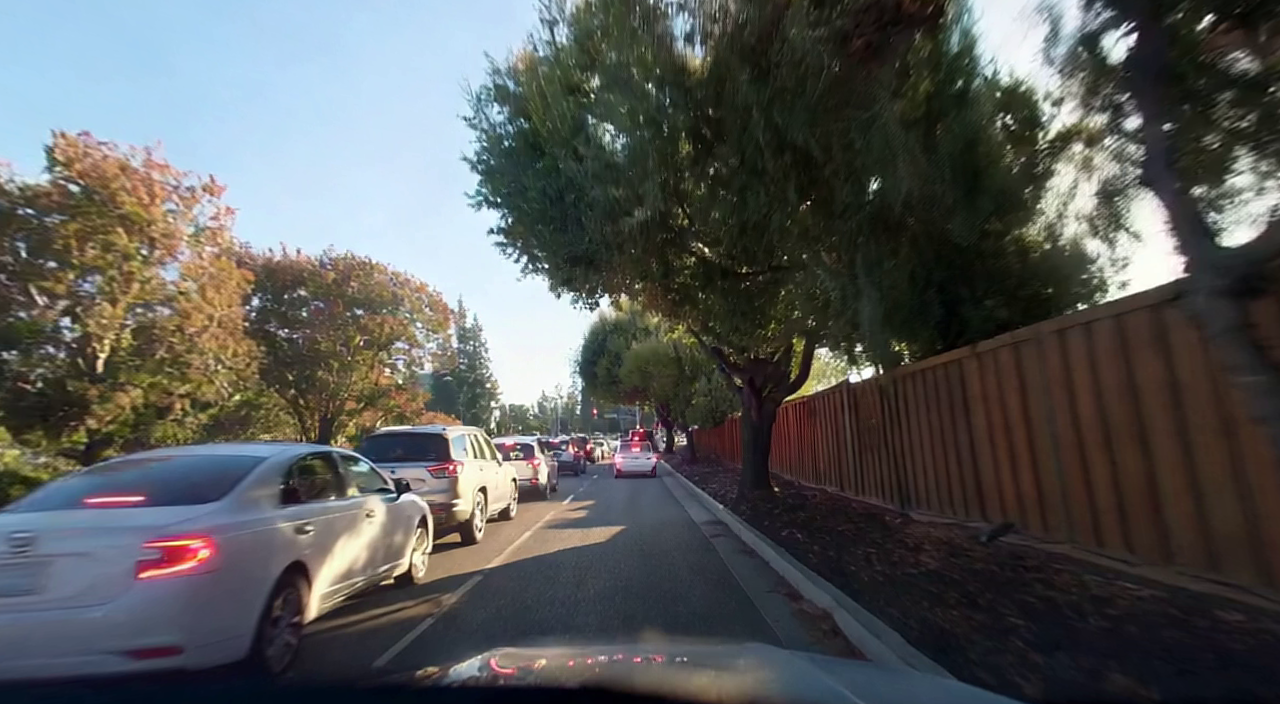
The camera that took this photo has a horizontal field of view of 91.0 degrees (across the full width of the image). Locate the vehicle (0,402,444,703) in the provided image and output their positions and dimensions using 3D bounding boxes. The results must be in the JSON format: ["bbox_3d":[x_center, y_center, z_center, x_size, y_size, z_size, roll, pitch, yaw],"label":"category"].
[{"bbox_3d":[-3.027,1.222,4.256,1.966,1.472,4.305,0,-8,1],"label":"vehicle"}]

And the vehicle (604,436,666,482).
[{"bbox_3d":[-0.148,3.728,22.259,1.995,1.460,3.865,0,-8,0],"label":"vehicle"}]
